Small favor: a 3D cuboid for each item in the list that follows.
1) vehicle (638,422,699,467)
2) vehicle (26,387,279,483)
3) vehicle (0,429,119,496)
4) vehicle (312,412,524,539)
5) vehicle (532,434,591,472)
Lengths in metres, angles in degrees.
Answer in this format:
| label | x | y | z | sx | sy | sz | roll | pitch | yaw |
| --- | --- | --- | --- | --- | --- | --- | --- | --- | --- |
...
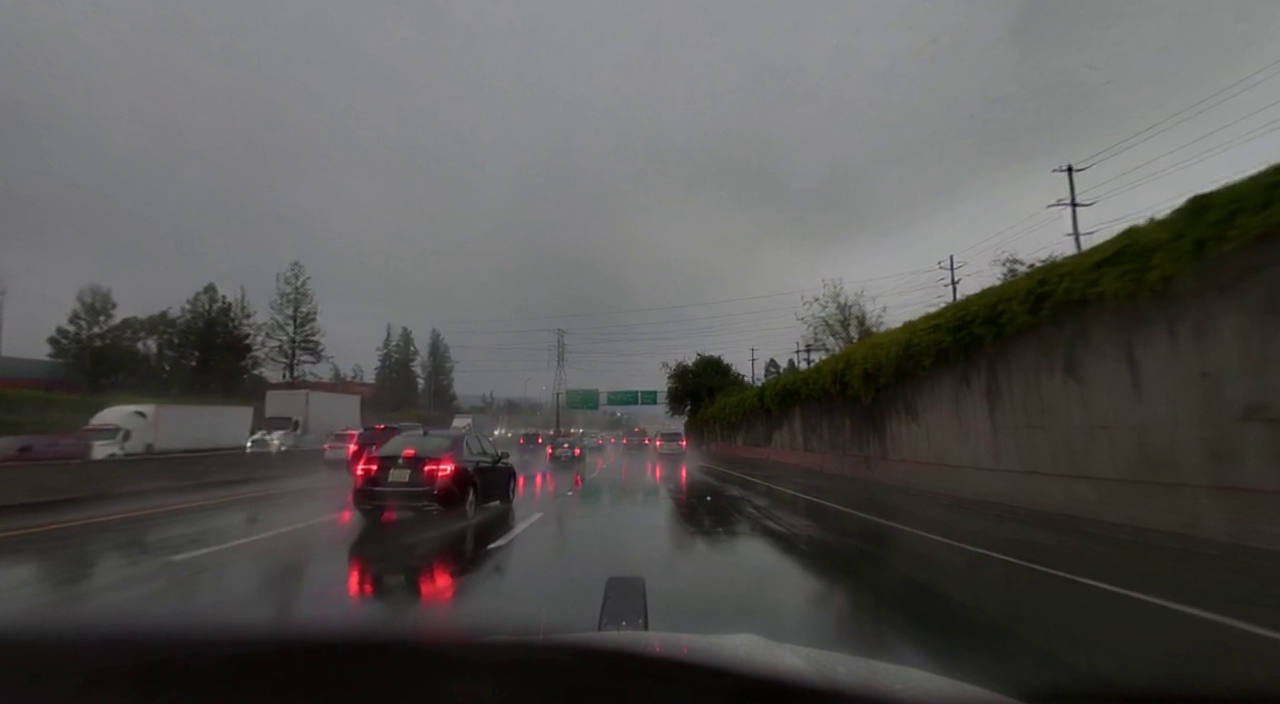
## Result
| label | x | y | z | sx | sy | sz | roll | pitch | yaw |
| --- | --- | --- | --- | --- | --- | --- | --- | --- | --- |
| vehicle | 1.360 | 4.904 | 33.516 | 2.793 | 2.132 | 5.682 | -1 | -8 | -1 |
| vehicle | -19.851 | 3.566 | 26.932 | 2.980 | 3.309 | 9.603 | -1 | -8 | 1 |
| vehicle | -16.077 | 2.766 | 15.886 | 1.848 | 1.574 | 4.688 | -1 | -8 | 1 |
| vehicle | -3.500 | 2.020 | 11.044 | 2.026 | 1.719 | 4.490 | -1 | -8 | 1 |
| vehicle | -3.504 | 4.583 | 28.947 | 2.049 | 1.530 | 4.707 | -1 | -8 | 1 |
